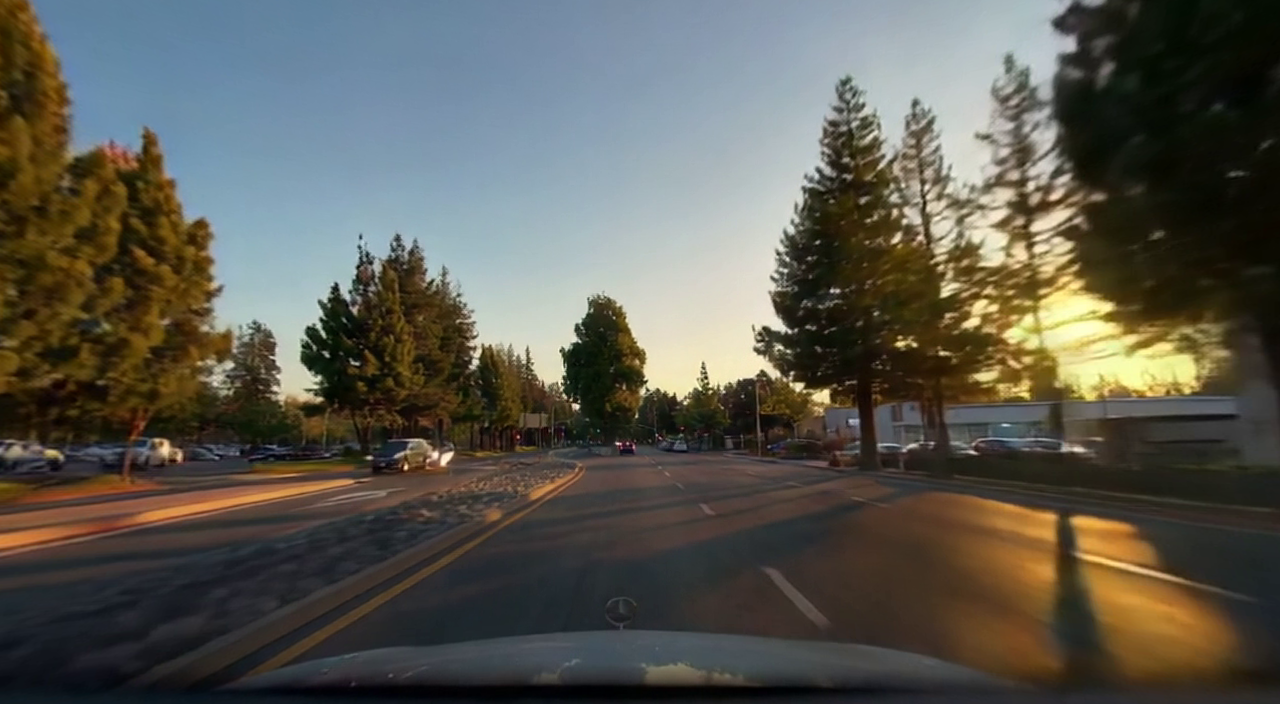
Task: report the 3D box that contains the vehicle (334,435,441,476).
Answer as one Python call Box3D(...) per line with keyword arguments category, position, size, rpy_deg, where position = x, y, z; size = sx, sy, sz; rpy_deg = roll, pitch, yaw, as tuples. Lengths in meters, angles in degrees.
Box3D(category="vehicle", position=(-11.691, 4.821, 29.289), size=(4.497, 1.774, 1.958), rpy_deg=(-5, -10, 23))

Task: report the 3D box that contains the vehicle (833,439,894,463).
Box3D(category="vehicle", position=(16.120, 7.176, 45.887), size=(1.966, 1.583, 4.568), rpy_deg=(2, -9, -13))

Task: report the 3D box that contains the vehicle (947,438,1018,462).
Box3D(category="vehicle", position=(24.334, 6.981, 45.068), size=(1.988, 1.617, 4.524), rpy_deg=(2, -8, -11))

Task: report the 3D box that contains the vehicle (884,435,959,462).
Box3D(category="vehicle", position=(20.923, 7.236, 47.236), size=(2.150, 1.812, 5.372), rpy_deg=(0, -8, -14))

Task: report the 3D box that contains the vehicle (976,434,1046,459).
Box3D(category="vehicle", position=(28.694, 7.338, 49.044), size=(1.916, 1.741, 4.936), rpy_deg=(4, -9, -9))
